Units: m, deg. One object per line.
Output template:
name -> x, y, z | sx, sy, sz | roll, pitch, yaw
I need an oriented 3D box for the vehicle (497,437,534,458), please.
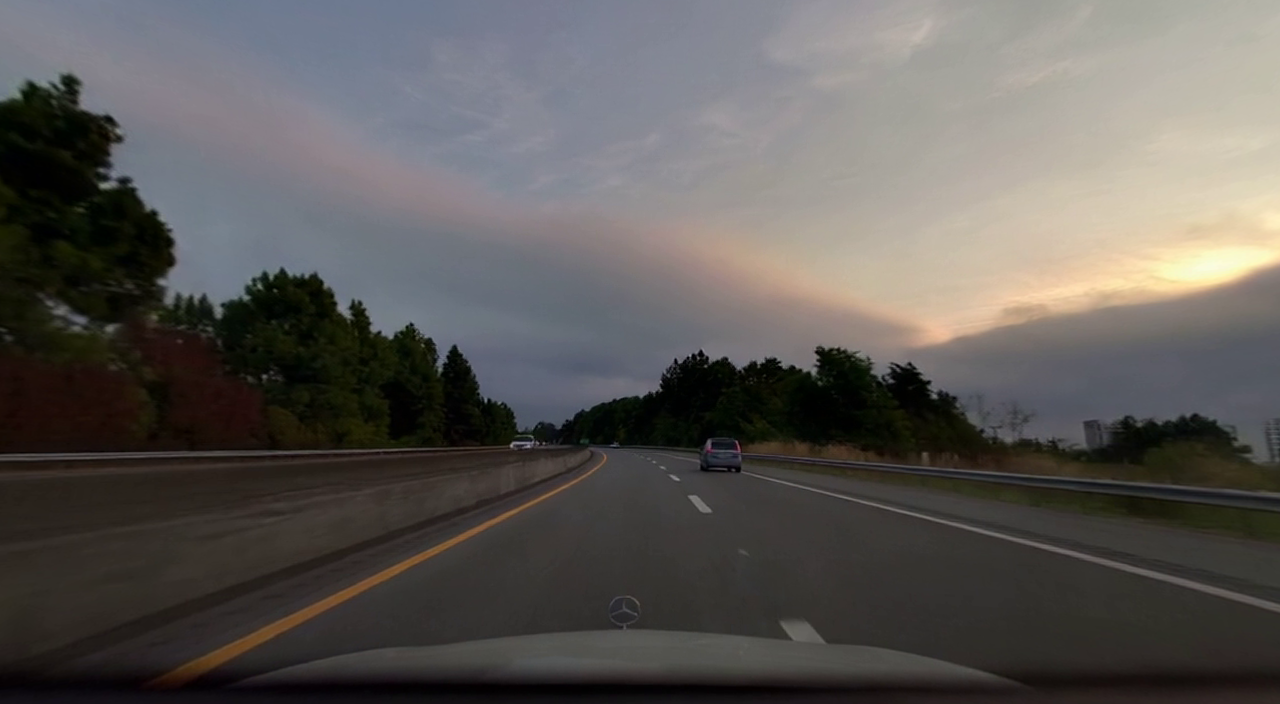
vehicle -> -9.148, 7.046, 46.614 | 1.866, 1.493, 3.855 | 0, -8, 1

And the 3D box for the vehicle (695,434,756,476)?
vehicle -> 3.771, 4.646, 28.540 | 2.079, 1.729, 4.380 | 0, -8, -1
